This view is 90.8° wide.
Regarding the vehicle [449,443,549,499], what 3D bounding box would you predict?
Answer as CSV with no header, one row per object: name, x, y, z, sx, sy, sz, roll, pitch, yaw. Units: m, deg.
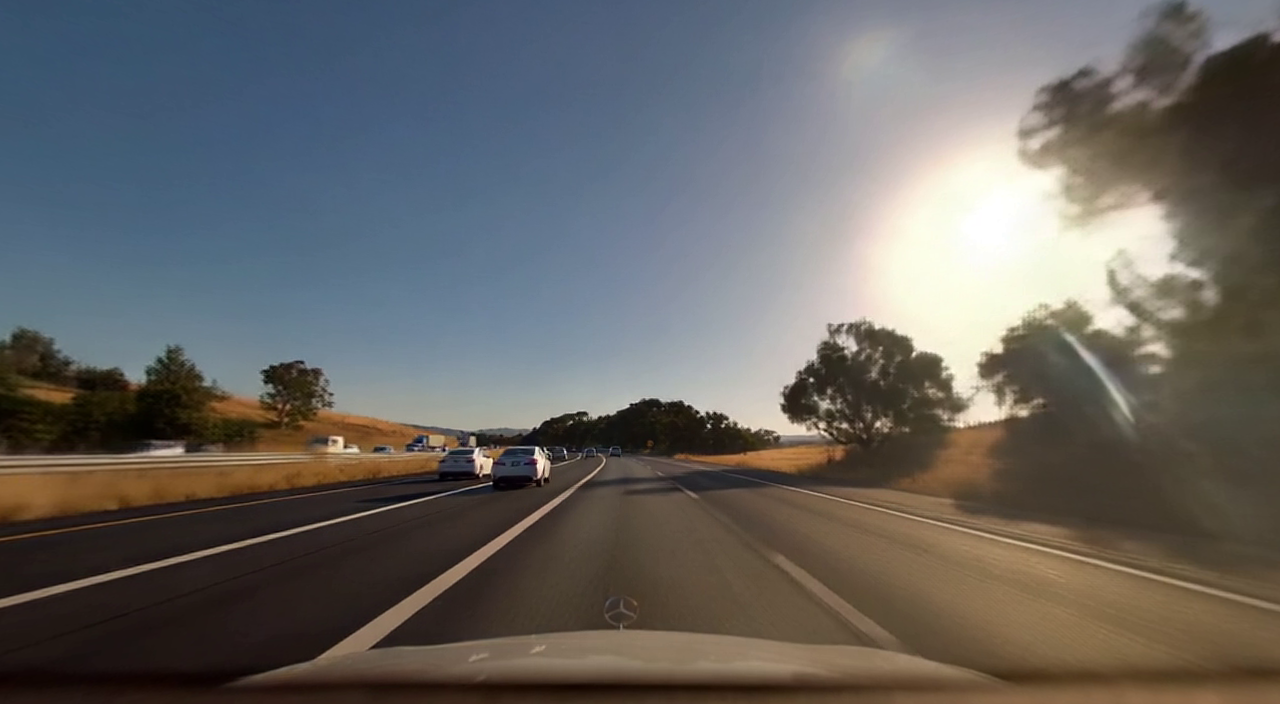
vehicle,-4.204,3.619,19.662,2.073,1.516,4.478,0,-9,0

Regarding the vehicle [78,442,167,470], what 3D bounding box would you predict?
vehicle,-32.874,6.618,40.311,1.997,1.678,4.408,0,-9,-2

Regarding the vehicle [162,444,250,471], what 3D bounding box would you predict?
vehicle,-25.754,6.281,37.728,1.881,1.483,4.791,0,-9,-1
